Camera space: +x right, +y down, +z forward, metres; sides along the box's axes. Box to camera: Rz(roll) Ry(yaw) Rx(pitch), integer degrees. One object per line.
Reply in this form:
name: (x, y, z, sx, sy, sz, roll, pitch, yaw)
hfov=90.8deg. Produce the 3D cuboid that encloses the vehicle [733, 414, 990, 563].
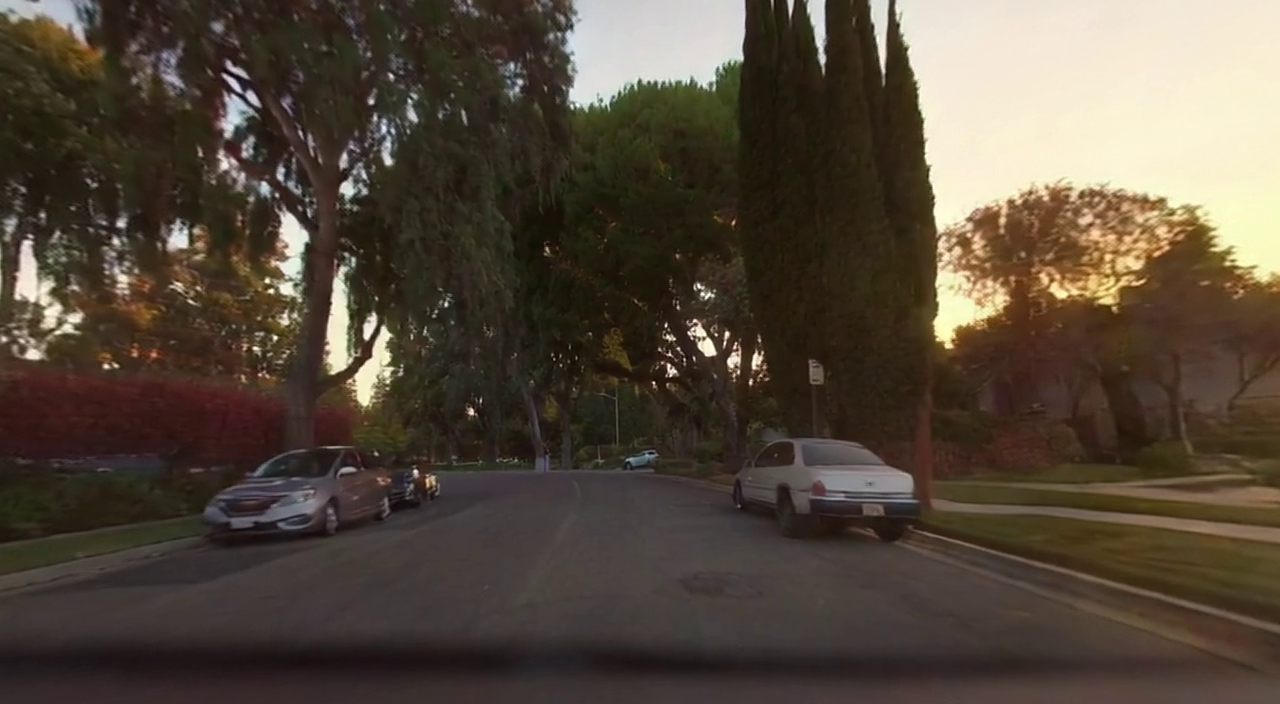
vehicle: (3.011, 1.961, 9.824, 2.163, 1.742, 4.239, 0, -8, -5)

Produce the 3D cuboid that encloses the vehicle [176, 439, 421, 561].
vehicle: (-5.699, 2.429, 11.371, 2.051, 1.575, 4.581, -3, -7, -3)
